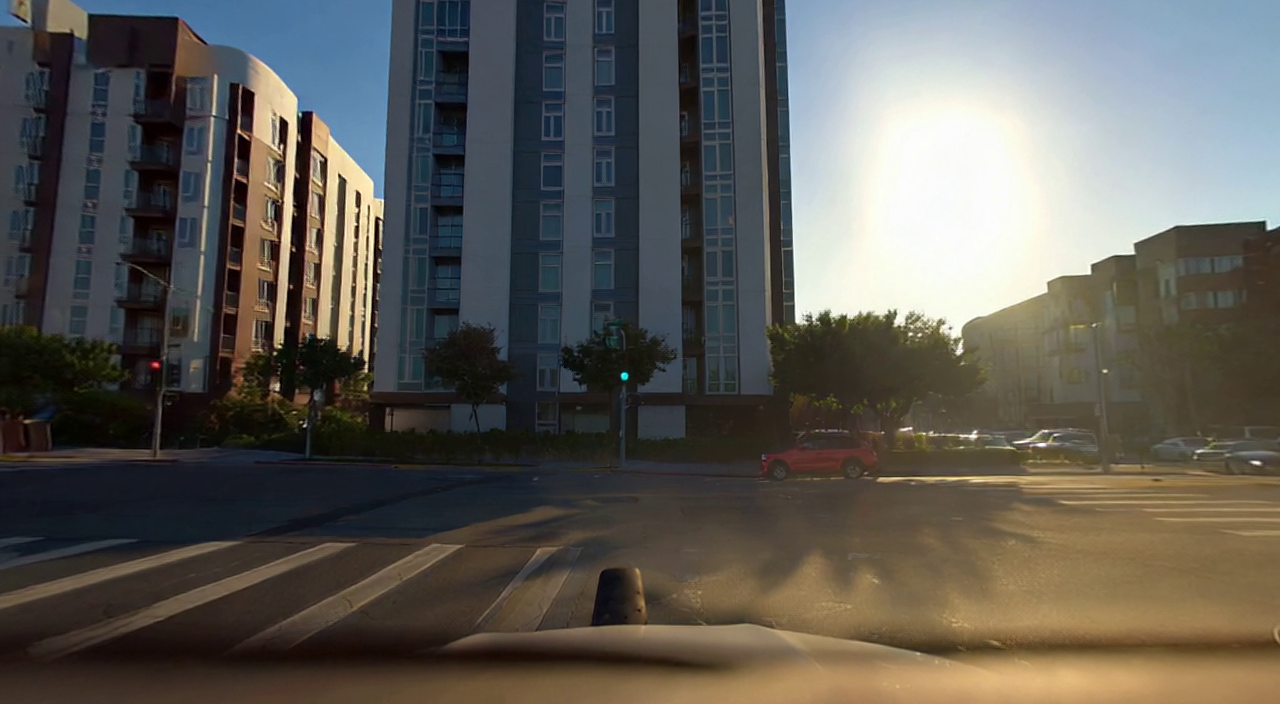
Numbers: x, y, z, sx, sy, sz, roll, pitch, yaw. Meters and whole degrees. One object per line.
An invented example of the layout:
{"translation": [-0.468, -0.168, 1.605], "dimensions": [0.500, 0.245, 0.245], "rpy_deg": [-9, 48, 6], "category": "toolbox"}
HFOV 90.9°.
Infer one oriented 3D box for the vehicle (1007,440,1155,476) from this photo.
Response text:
{"translation": [18.554, 4.470, 26.695], "dimensions": [4.823, 1.458, 1.914], "rpy_deg": [0, -9, -1], "category": "vehicle"}
